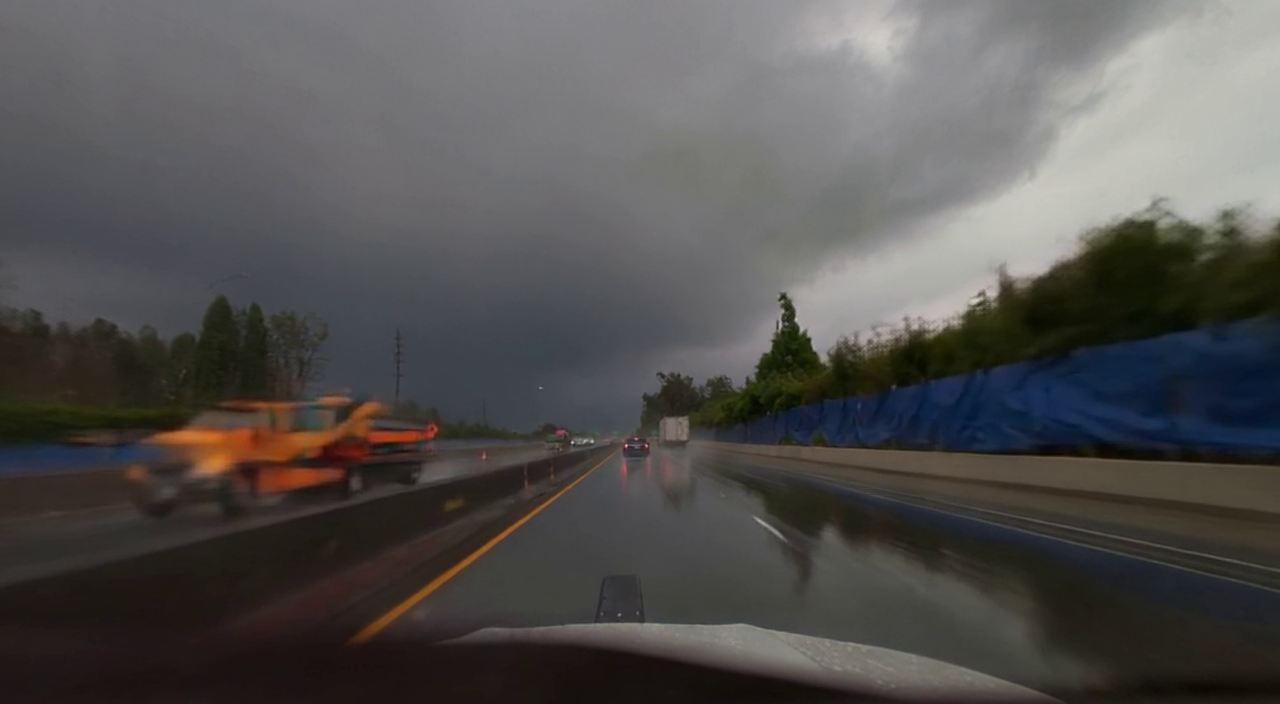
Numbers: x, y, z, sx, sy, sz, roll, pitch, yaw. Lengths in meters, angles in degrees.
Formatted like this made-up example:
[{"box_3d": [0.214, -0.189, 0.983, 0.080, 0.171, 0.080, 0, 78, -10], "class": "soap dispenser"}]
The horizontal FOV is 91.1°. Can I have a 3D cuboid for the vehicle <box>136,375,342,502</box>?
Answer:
[{"box_3d": [-12.854, 2.873, 20.905, 2.949, 3.613, 5.682, -1, -8, 0], "class": "vehicle"}]

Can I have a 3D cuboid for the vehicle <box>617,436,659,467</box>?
[{"box_3d": [-0.090, 5.093, 32.430, 2.004, 1.472, 4.075, 0, -8, 0], "class": "vehicle"}]
